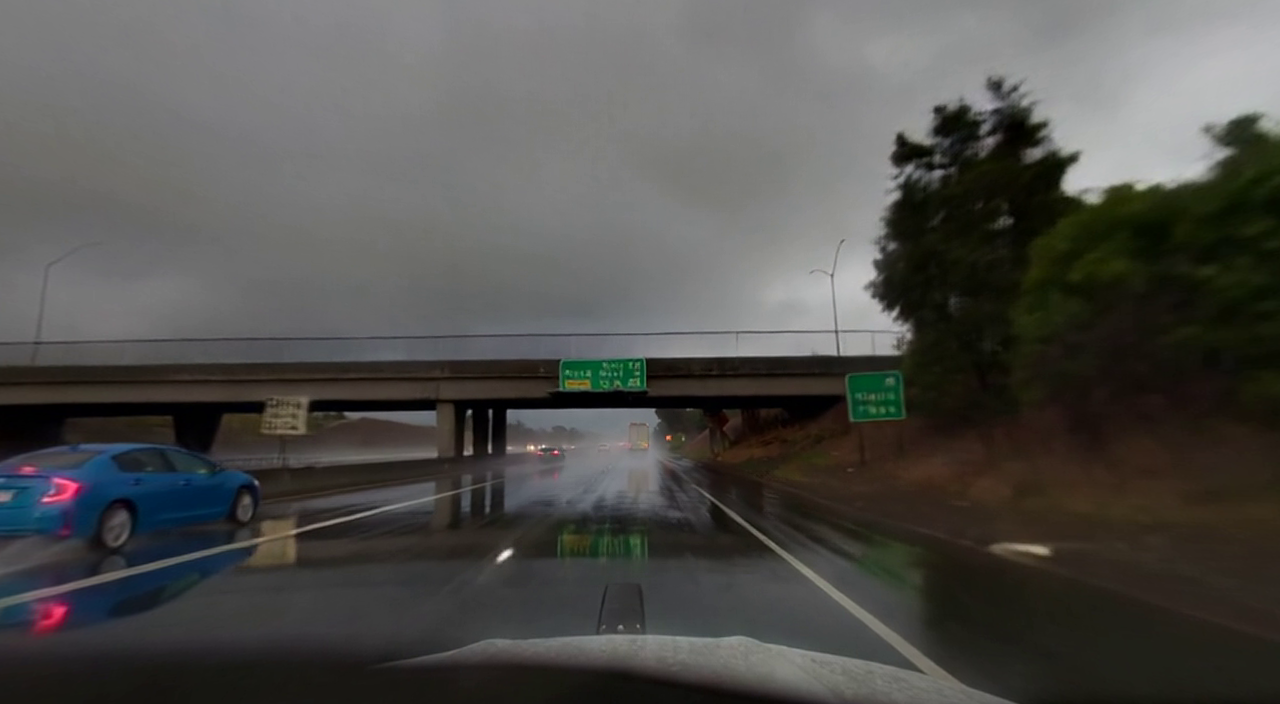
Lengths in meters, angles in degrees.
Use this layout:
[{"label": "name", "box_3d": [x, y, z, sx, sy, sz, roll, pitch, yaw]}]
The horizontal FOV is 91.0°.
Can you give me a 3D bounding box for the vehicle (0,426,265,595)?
[{"label": "vehicle", "box_3d": [-6.933, 1.711, 7.489, 2.096, 1.541, 4.610, 0, -8, 0]}]
